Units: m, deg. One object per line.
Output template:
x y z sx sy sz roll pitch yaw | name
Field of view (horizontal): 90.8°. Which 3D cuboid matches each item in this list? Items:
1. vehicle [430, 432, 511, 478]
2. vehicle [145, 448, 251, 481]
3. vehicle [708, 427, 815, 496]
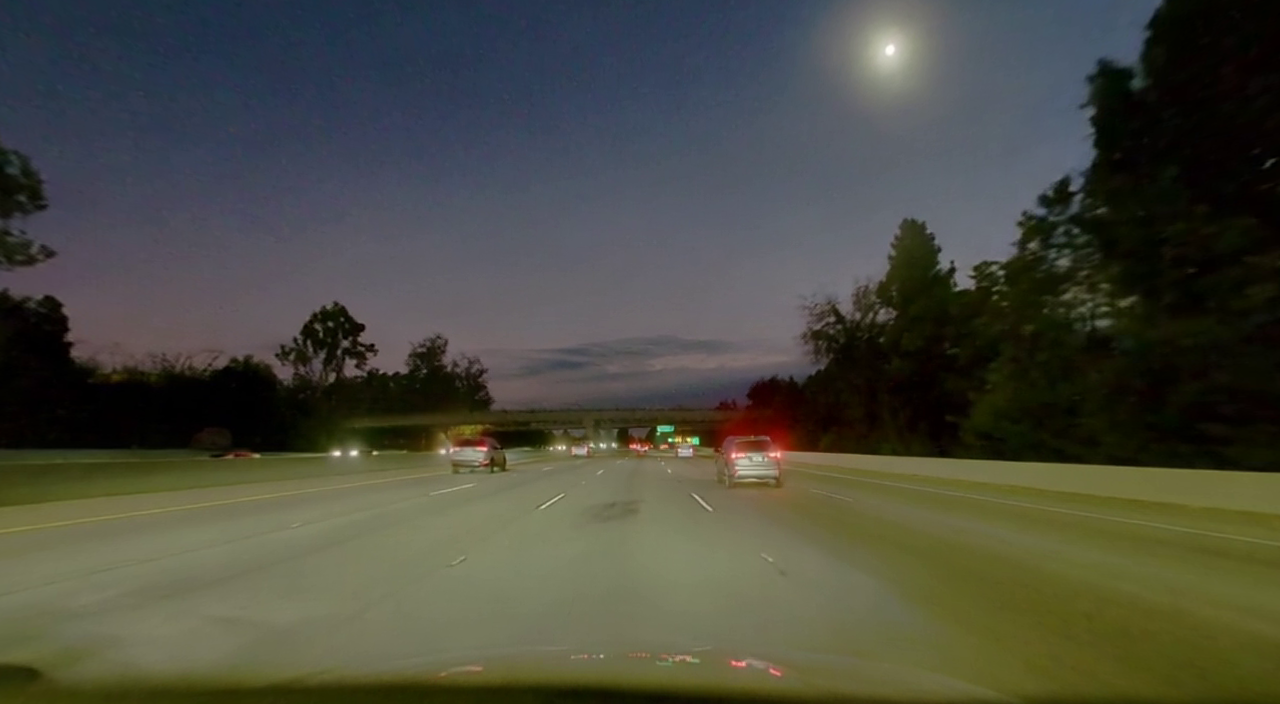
-7.464 4.595 28.399 2.193 1.818 4.995 0 -9 1 | vehicle
-21.846 5.553 31.537 1.818 1.484 4.785 0 -9 0 | vehicle
3.374 3.166 18.618 2.185 1.749 4.477 0 -9 -1 | vehicle
